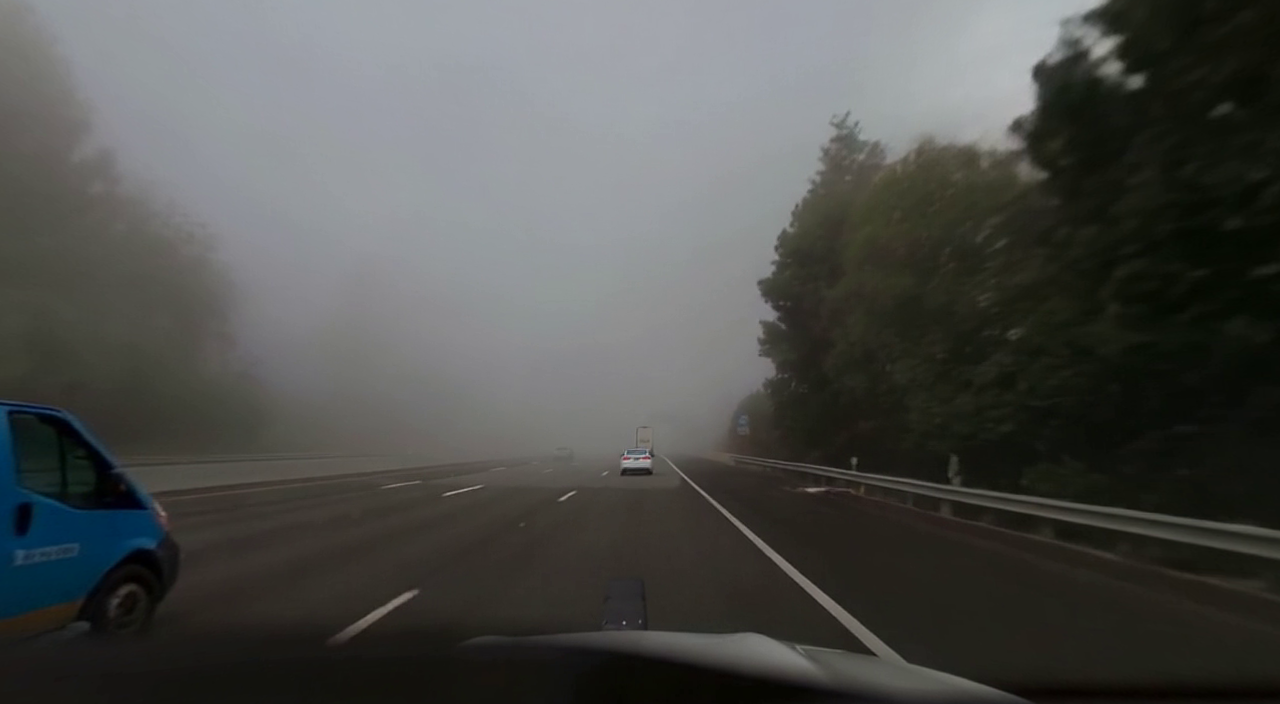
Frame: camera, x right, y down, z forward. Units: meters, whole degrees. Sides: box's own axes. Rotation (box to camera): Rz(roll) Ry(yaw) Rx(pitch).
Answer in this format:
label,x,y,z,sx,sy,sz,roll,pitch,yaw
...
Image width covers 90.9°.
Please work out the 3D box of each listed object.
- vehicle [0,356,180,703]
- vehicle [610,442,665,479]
label,x,y,z,sx,sy,sz,roll,pitch,yaw
vehicle,-4.579,0.765,2.134,2.174,1.862,5.012,0,-9,1
vehicle,-0.077,4.711,27.695,2.238,1.479,3.672,0,-9,1
